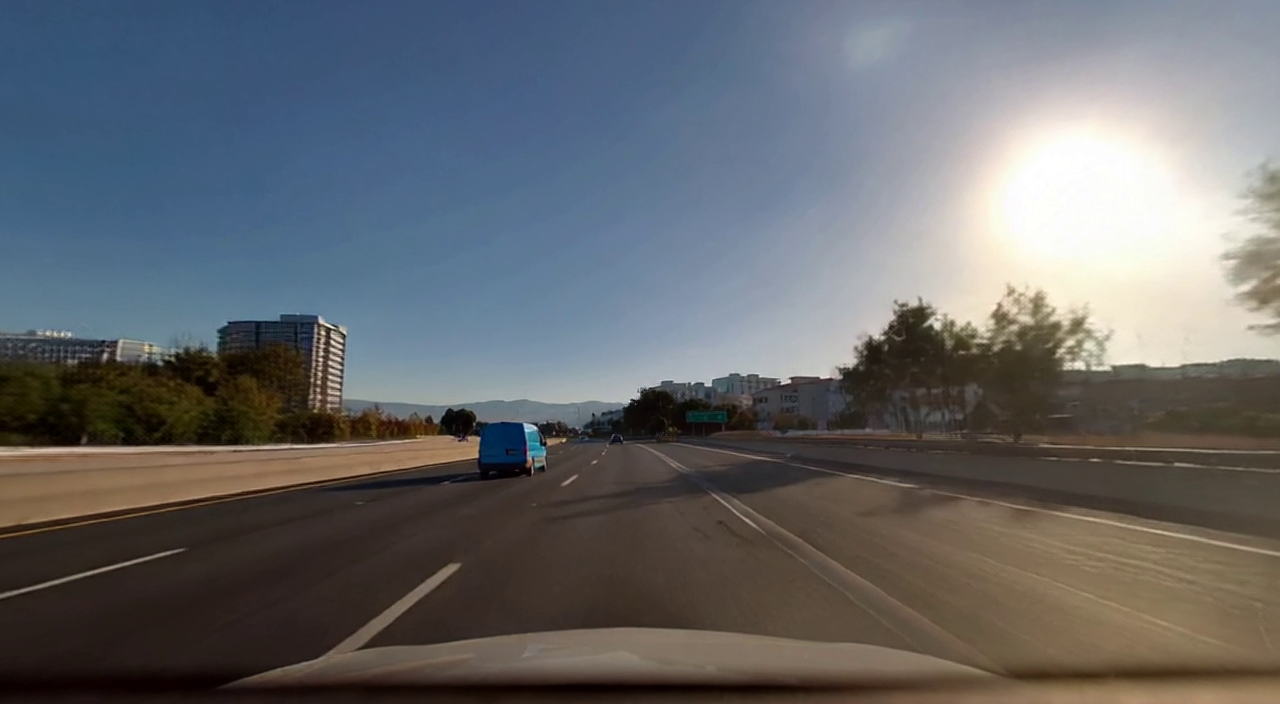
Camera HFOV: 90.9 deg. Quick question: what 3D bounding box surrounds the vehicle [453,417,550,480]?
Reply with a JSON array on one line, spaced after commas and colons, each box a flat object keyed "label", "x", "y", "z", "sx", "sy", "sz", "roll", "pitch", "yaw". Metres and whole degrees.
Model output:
[{"label": "vehicle", "x": -4.396, "y": 3.149, "z": 20.870, "sx": 2.219, "sy": 1.827, "sz": 4.738, "roll": 0, "pitch": -8, "yaw": -1}]
